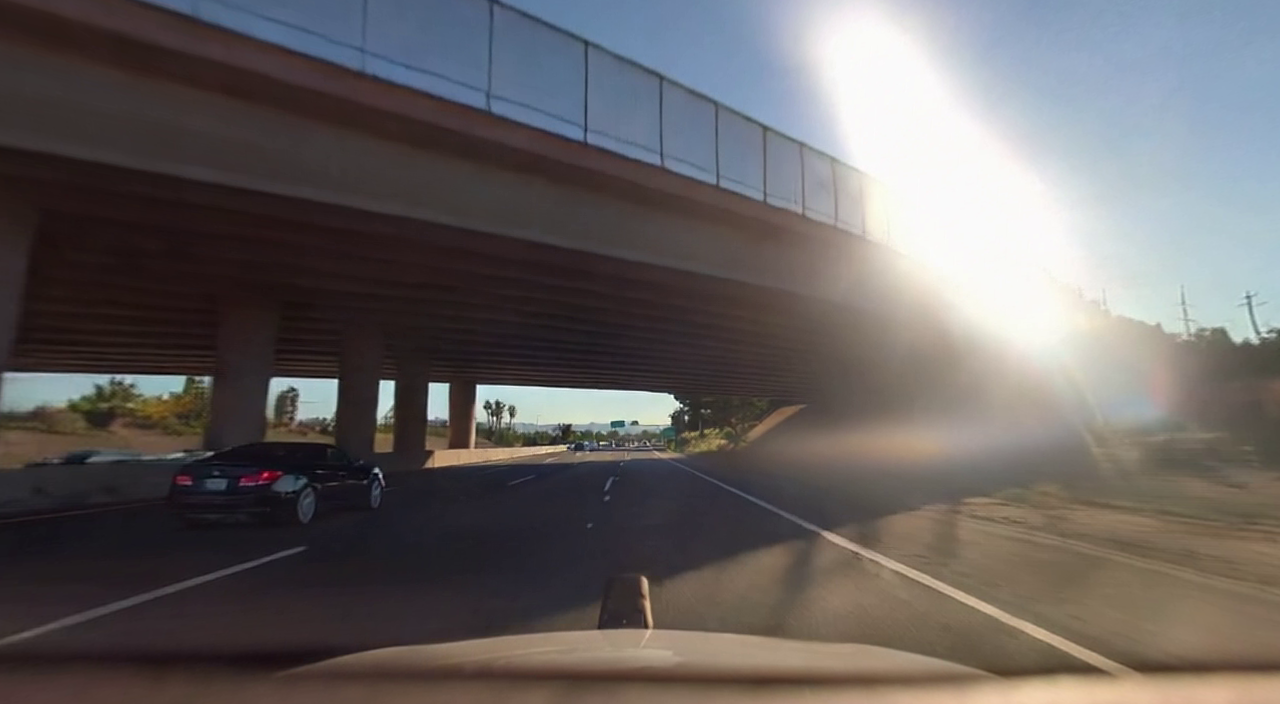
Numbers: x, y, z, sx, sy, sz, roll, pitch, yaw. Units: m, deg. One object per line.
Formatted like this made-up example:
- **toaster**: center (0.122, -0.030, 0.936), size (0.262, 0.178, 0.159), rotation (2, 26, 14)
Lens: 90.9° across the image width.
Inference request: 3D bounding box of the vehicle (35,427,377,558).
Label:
- **vehicle**: center (-6.182, 2.031, 9.926), size (2.105, 1.551, 4.602), rotation (0, -8, 0)

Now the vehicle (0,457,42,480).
- **vehicle**: center (-42.687, 7.804, 42.097), size (1.716, 1.412, 3.919), rotation (0, -8, -1)
